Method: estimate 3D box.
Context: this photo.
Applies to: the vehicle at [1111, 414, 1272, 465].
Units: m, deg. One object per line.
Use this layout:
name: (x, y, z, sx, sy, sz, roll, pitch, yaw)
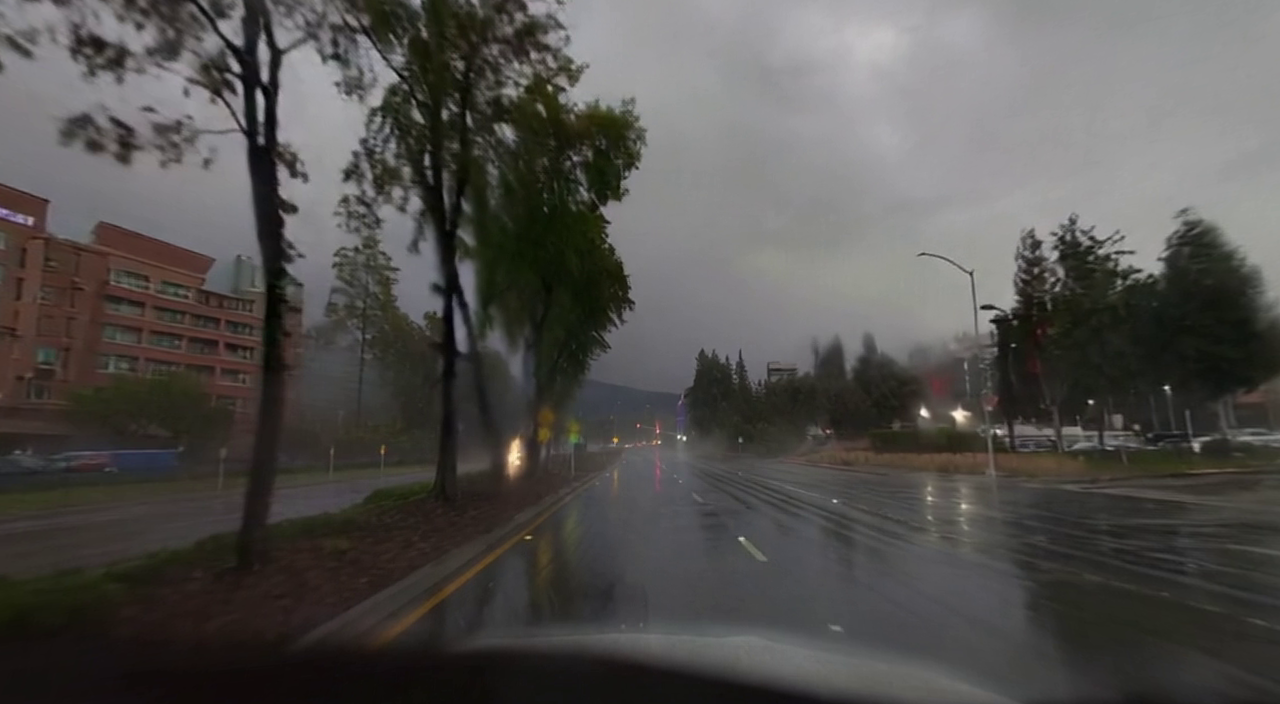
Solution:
vehicle: (27.394, 4.431, 31.741, 2.186, 2.298, 5.989, 1, -8, -7)
